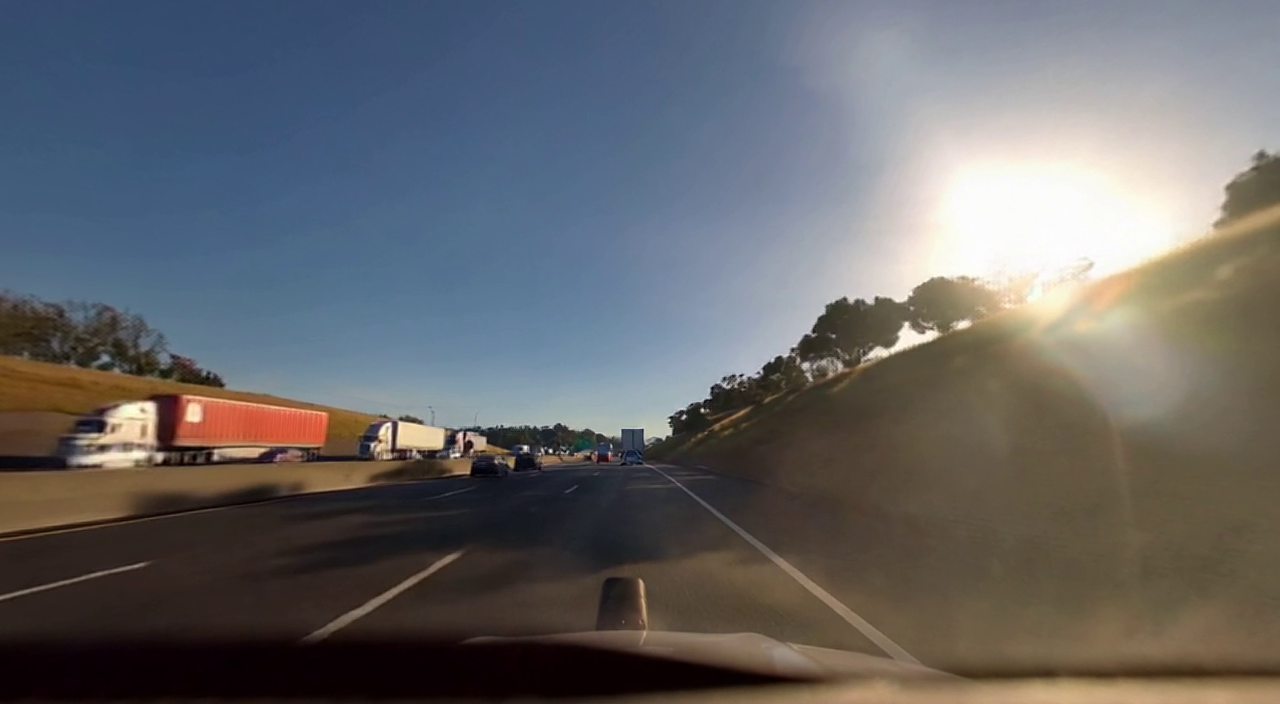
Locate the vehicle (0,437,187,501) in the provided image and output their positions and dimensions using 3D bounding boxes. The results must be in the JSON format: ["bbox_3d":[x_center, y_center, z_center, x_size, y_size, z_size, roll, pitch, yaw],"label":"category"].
[{"bbox_3d":[-14.469,2.994,16.512,2.056,1.438,4.297,0,-9,-1],"label":"vehicle"}]

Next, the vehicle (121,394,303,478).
[{"bbox_3d":[-19.593,4.043,29.716,2.935,3.383,7.992,0,-9,0],"label":"vehicle"}]

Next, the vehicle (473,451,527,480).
[{"bbox_3d":[-7.556,6.134,34.426,1.895,1.446,4.456,0,-9,0],"label":"vehicle"}]

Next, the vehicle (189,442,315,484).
[{"bbox_3d":[-14.842,4.279,24.467,2.121,1.452,4.356,0,-9,-1],"label":"vehicle"}]

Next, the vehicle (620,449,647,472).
[{"bbox_3d":[-0.494,8.165,47.460,2.009,1.657,3.962,0,-9,-1],"label":"vehicle"}]

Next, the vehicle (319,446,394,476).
[{"bbox_3d":[-15.131,5.843,33.963,1.918,1.466,4.632,0,-9,-1],"label":"vehicle"}]

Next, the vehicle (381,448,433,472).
[{"bbox_3d":[-15.006,6.958,40.818,1.851,1.438,4.071,0,-9,-1],"label":"vehicle"}]

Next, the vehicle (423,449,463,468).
[{"bbox_3d":[-15.198,8.228,48.733,1.837,1.427,4.020,0,-9,-1],"label":"vehicle"}]
